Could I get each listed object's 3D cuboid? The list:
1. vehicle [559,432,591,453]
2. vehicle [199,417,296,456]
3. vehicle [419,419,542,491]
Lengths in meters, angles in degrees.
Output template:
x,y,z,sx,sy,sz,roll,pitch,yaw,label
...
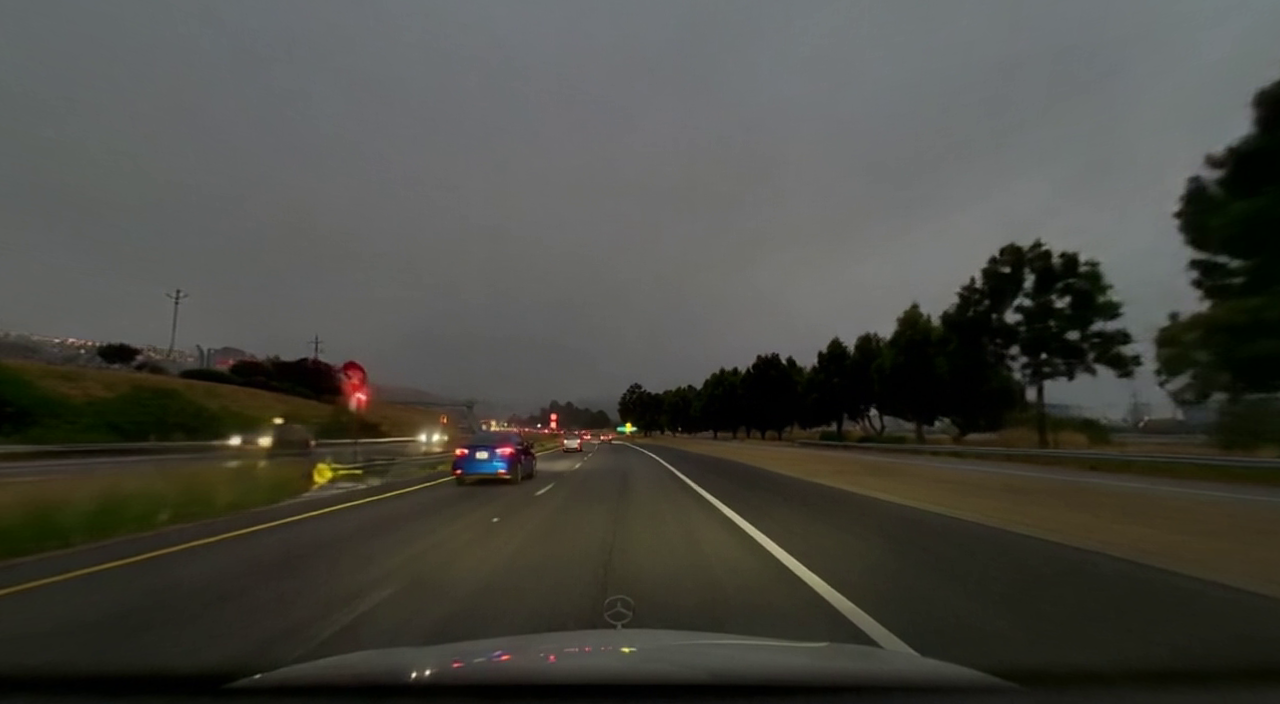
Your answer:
x,y,z,sx,sy,sz,roll,pitch,yaw,label
-4.465,6.266,43.572,1.874,1.369,3.875,0,-8,-1,vehicle
-19.322,4.184,31.302,1.947,1.787,4.572,0,-8,-1,vehicle
-3.954,2.623,16.516,2.047,1.612,4.631,0,-8,-1,vehicle
